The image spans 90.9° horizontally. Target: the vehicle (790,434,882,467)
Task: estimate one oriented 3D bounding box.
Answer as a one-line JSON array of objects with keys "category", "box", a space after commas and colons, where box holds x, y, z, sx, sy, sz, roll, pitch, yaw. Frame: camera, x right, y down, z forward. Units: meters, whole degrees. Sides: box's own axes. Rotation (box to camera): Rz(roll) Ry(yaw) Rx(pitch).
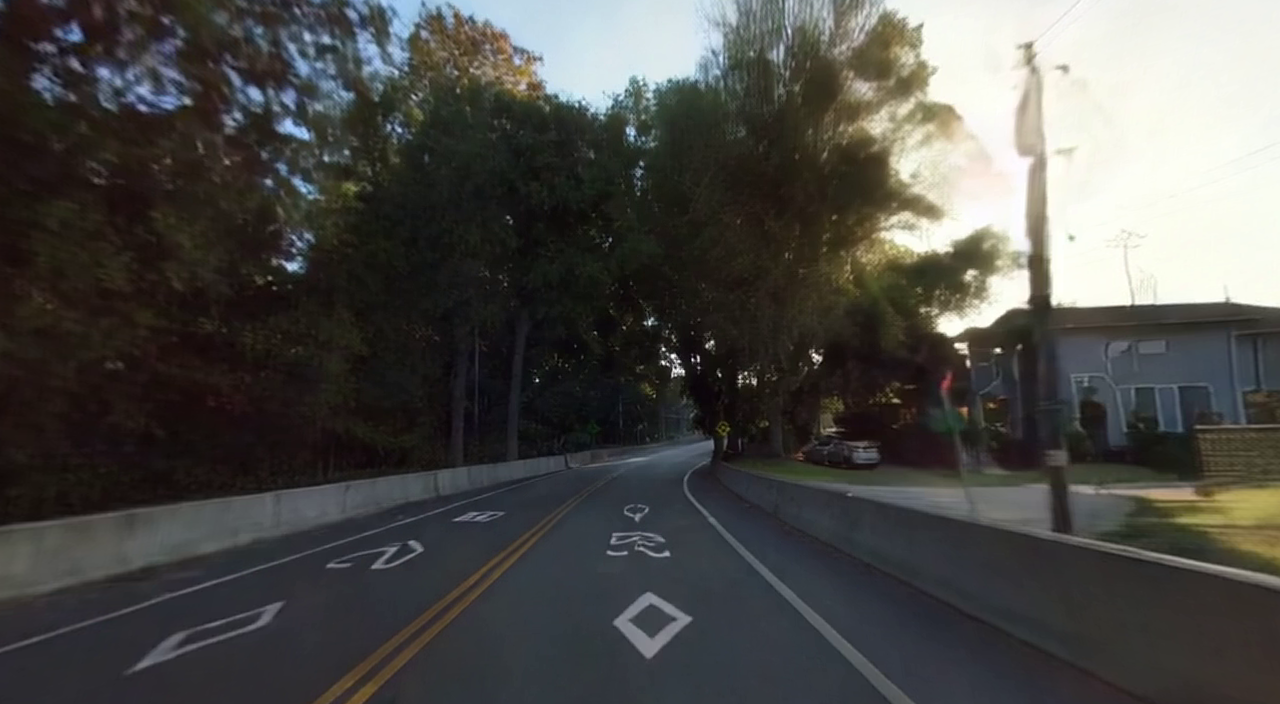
[{"category": "vehicle", "box": [10.986, 5.567, 35.593, 4.614, 1.764, 1.860, -1, -8, 6]}]
